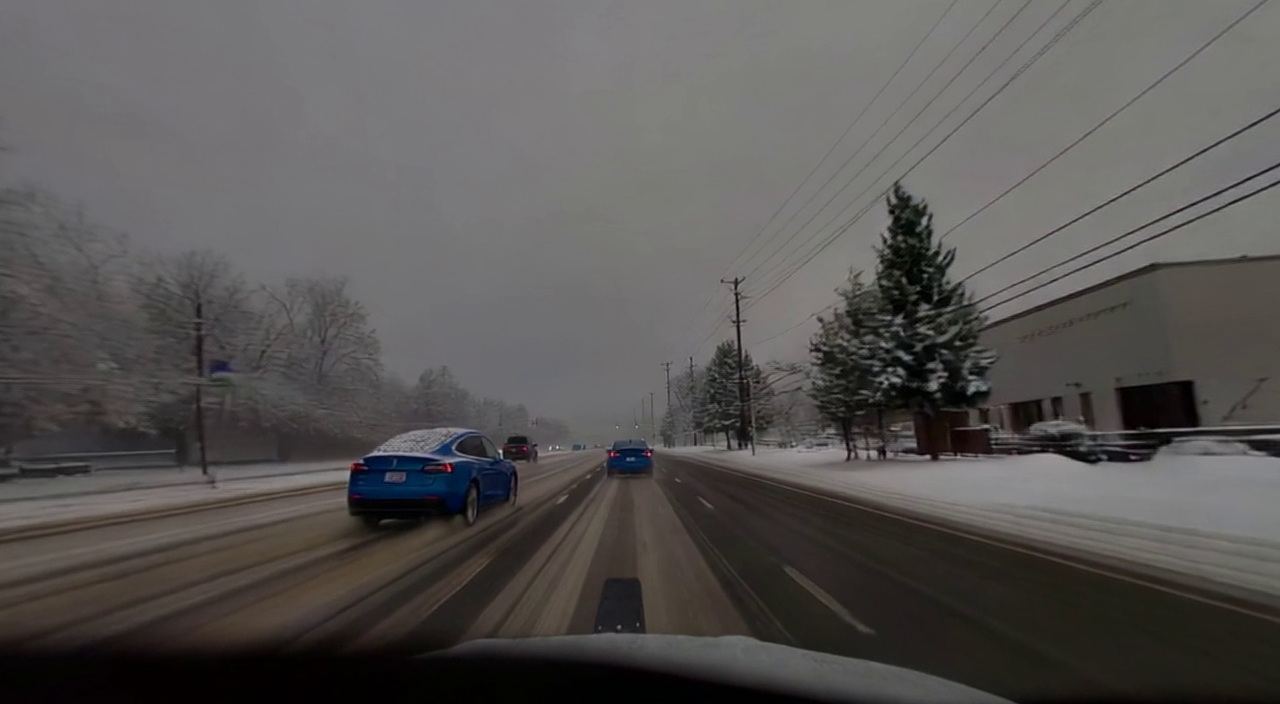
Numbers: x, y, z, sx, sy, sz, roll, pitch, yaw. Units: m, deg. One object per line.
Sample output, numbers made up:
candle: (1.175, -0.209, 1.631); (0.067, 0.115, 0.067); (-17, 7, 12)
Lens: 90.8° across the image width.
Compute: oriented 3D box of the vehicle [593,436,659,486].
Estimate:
vehicle: (-0.482, 3.944, 23.166); (2.189, 1.652, 4.135); (0, -9, -1)

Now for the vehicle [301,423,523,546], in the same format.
vehicle: (-3.464, 2.114, 10.833); (1.985, 1.607, 4.892); (0, -8, 0)
